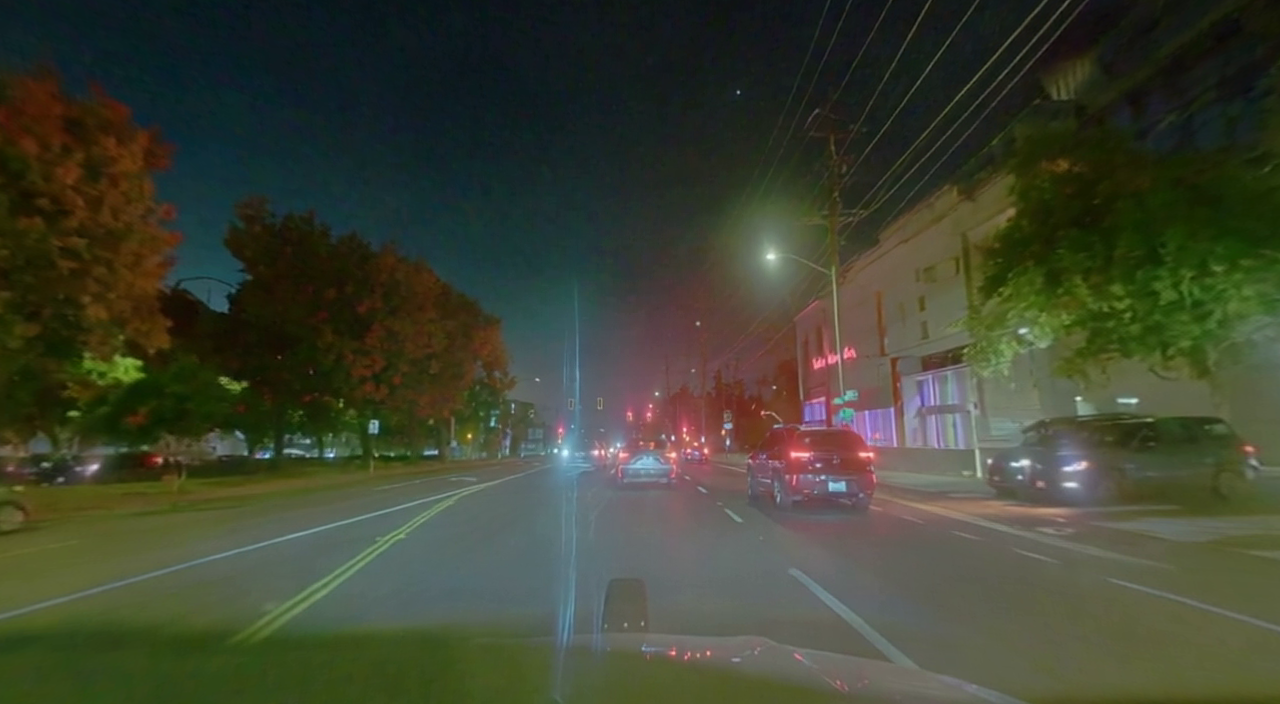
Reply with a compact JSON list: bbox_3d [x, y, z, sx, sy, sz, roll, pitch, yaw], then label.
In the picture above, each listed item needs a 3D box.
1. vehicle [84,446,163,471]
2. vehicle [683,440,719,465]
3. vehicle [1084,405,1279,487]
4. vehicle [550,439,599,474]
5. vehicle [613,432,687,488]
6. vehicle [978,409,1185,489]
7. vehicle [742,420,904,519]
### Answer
[{"bbox_3d":[-37.667,7.758,46.128,1.882,1.753,4.517,0,-8,0],"label":"vehicle"},{"bbox_3d":[3.985,6.639,41.782,1.880,1.503,4.130,0,-8,-1],"label":"vehicle"},{"bbox_3d":[14.232,2.467,16.568,2.146,1.837,4.512,-1,-8,6],"label":"vehicle"},{"bbox_3d":[-2.965,4.813,29.354,2.104,1.488,4.546,0,-8,-4],"label":"vehicle"},{"bbox_3d":[0.303,3.517,20.849,2.200,1.653,4.127,0,-8,0],"label":"vehicle"},{"bbox_3d":[11.600,2.607,17.157,2.238,1.845,4.874,0,-8,3],"label":"vehicle"},{"bbox_3d":[3.572,2.384,13.308,2.024,1.711,4.512,0,-8,0],"label":"vehicle"}]
